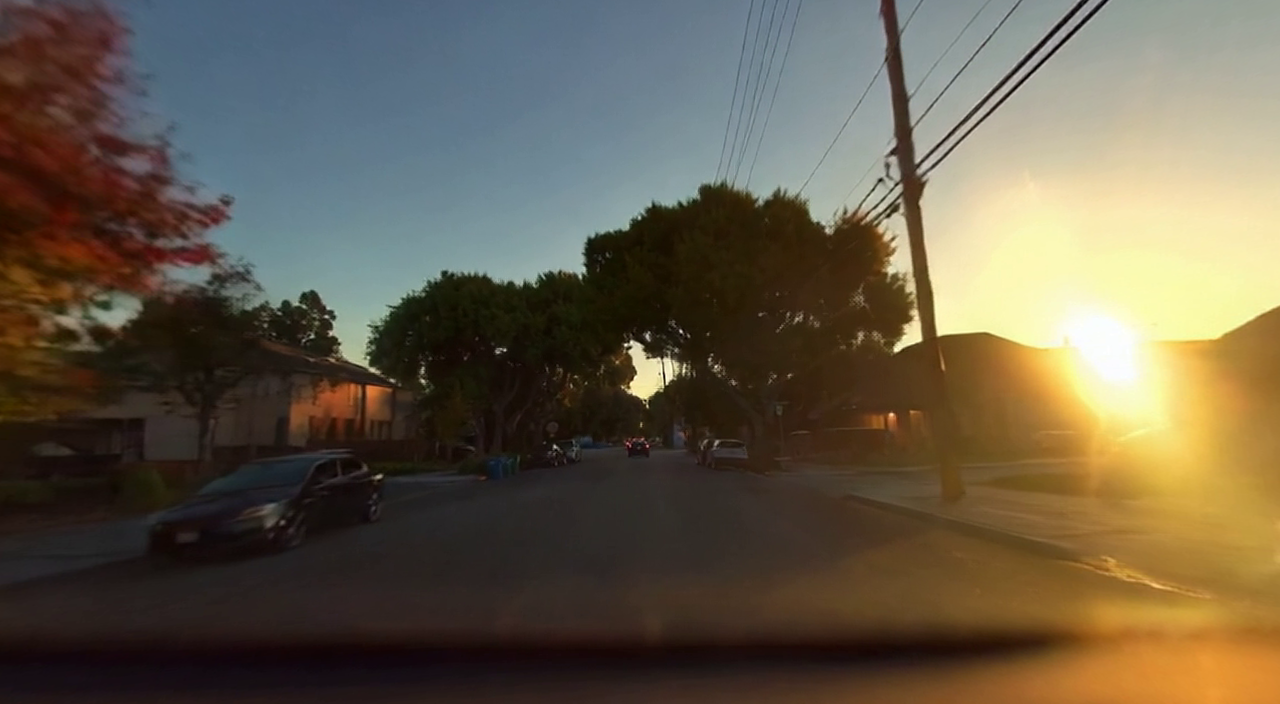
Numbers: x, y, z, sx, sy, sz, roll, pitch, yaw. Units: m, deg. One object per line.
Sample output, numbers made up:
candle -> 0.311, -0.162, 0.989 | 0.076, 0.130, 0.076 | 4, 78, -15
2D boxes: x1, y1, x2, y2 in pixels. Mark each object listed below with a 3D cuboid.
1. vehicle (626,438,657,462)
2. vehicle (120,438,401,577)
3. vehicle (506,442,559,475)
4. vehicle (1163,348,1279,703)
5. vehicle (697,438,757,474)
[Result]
vehicle -> 0.081, 6.764, 43.605 | 2.062, 1.509, 4.305 | 0, -8, -1
vehicle -> -5.958, 2.388, 10.843 | 1.769, 1.572, 4.990 | -4, -6, 0
vehicle -> -5.984, 5.967, 35.806 | 2.094, 1.433, 5.740 | -4, -7, -2
vehicle -> 3.842, 0.600, 1.088 | 2.108, 1.719, 4.339 | 0, -8, 0
vehicle -> 4.081, 4.927, 30.366 | 2.144, 1.572, 5.026 | 0, -8, 0
